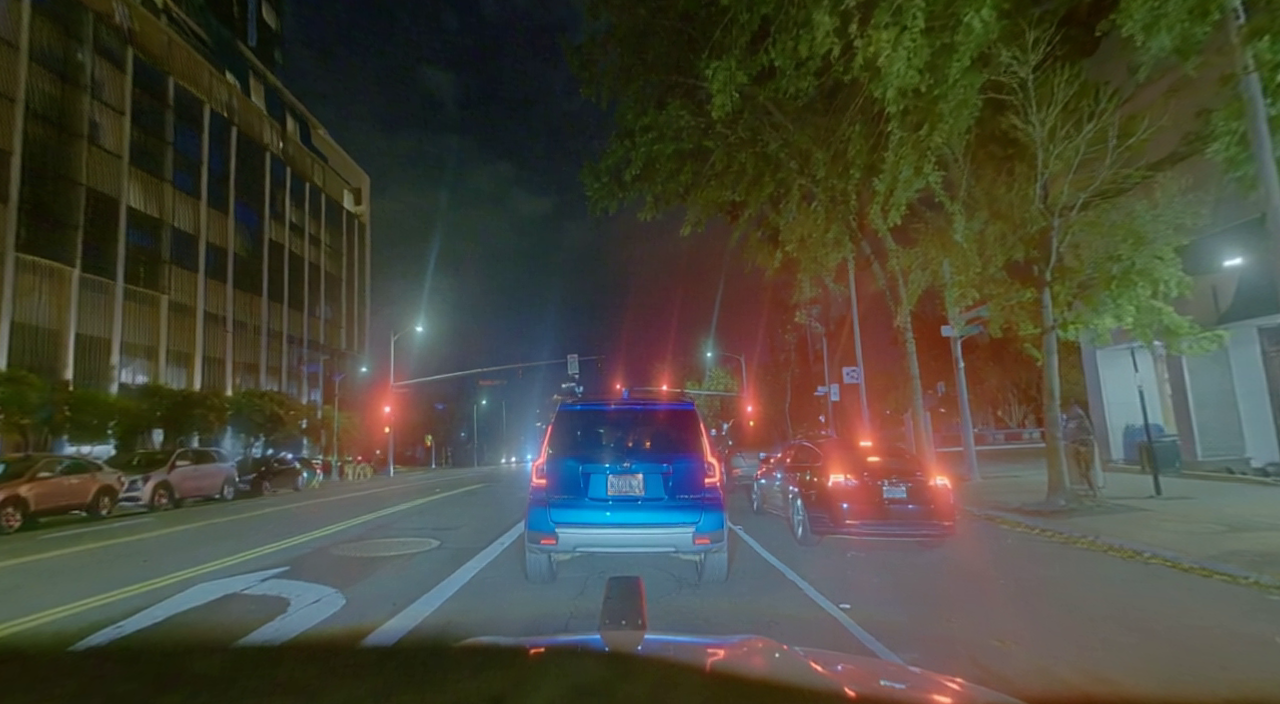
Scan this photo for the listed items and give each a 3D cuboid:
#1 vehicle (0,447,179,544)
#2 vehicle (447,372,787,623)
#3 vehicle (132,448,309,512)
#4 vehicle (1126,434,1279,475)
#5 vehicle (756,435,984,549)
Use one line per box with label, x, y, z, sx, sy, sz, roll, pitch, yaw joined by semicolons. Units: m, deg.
vehicle;-12.543;2.912;13.463;1.891;1.723;4.360;0;-8;1
vehicle;-0.156;1.368;6.790;2.453;1.816;4.300;0;-8;0
vehicle;-12.454;3.785;19.135;2.207;1.648;4.675;0;-8;-1
vehicle;22.159;4.045;24.974;4.055;1.469;1.848;-4;-9;26
vehicle;3.301;2.086;10.083;2.056;1.422;4.130;0;-8;-1
